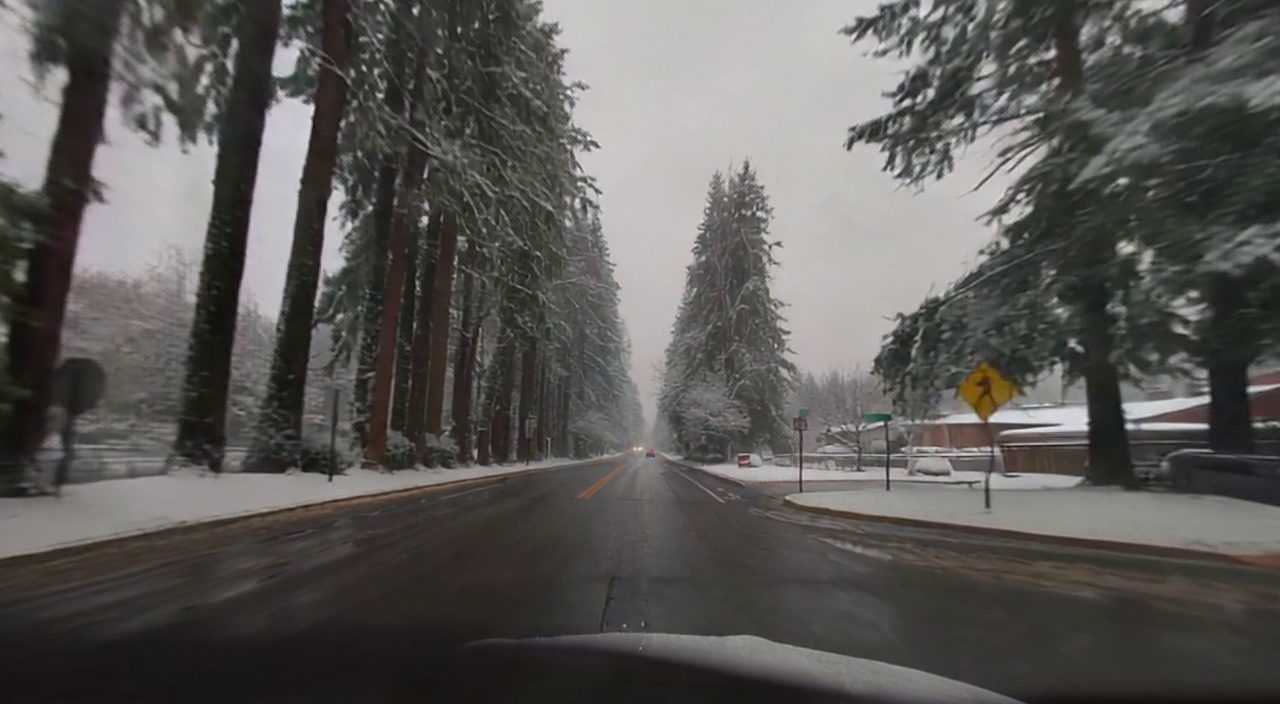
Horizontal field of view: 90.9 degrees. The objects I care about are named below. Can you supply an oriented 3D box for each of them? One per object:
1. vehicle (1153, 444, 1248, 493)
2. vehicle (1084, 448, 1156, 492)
[{"bbox_3d":[22.621,4.651,25.619,1.884,1.773,3.887,-5,-9,28],"label":"vehicle"},{"bbox_3d":[20.089,4.890,26.548,1.958,1.644,4.527,-5,-10,32],"label":"vehicle"}]
